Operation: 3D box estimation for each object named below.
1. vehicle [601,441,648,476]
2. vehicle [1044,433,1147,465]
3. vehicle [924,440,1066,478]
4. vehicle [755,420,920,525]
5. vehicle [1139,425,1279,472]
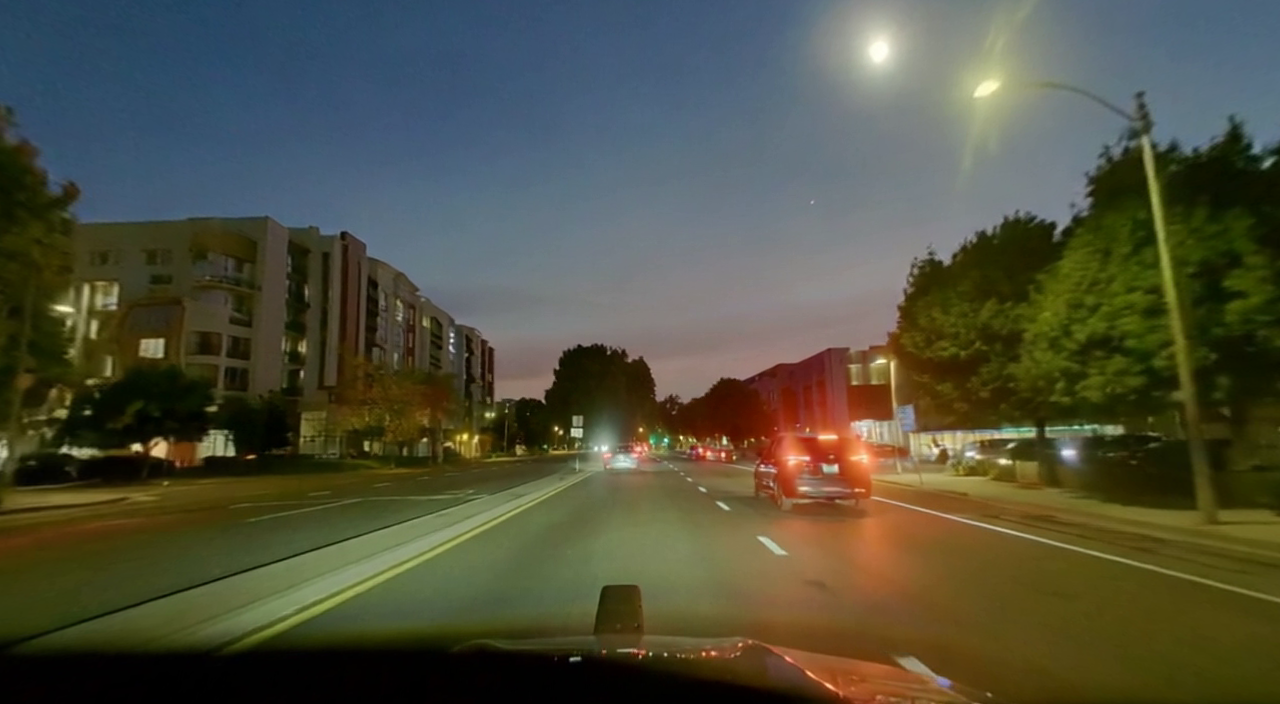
[{"bbox_3d":[-0.630,4.839,28.931,2.006,1.487,3.535,0,-8,1],"label":"vehicle"},{"bbox_3d":[26.275,5.619,36.535,4.330,1.748,1.961,0,-8,1],"label":"vehicle"},{"bbox_3d":[14.566,4.402,26.101,4.607,1.466,2.053,0,-9,-3],"label":"vehicle"},{"bbox_3d":[3.635,2.298,12.507,1.949,1.723,4.020,0,-8,0],"label":"vehicle"},{"bbox_3d":[25.723,4.262,28.015,5.429,1.787,2.125,-2,-9,-4],"label":"vehicle"}]
